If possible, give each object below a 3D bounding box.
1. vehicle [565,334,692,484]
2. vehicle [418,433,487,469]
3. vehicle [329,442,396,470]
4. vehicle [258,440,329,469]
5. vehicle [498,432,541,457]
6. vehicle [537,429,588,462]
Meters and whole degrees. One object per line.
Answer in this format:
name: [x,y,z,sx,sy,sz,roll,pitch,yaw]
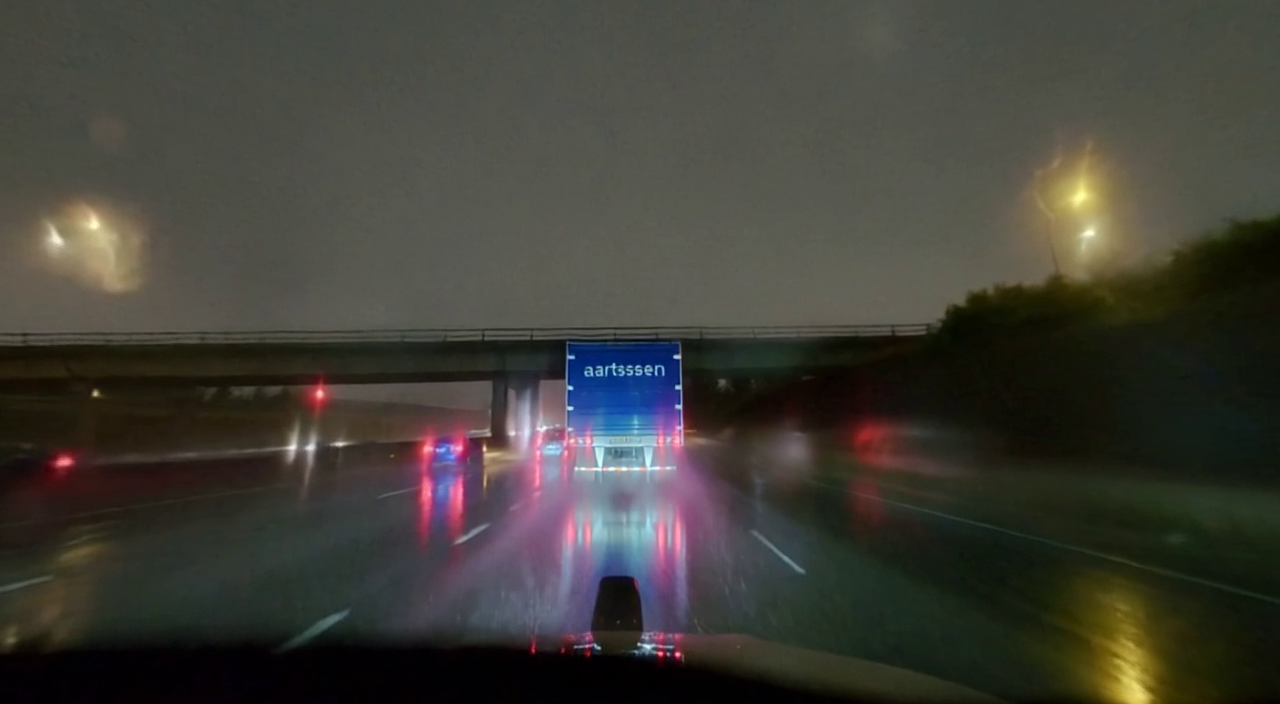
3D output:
vehicle: [-0.362,2.258,22.606,3.442,4.106,10.719,0,-8,-1]
vehicle: [-8.444,4.469,28.673,1.940,1.488,3.976,0,-8,0]
vehicle: [-16.207,6.054,37.018,1.880,1.506,4.531,0,-8,0]
vehicle: [-19.989,5.908,36.443,1.829,1.546,4.004,0,-8,0]
vehicle: [-8.116,6.256,42.637,1.981,1.574,4.561,0,-8,0]
vehicle: [-4.234,5.206,35.215,2.168,1.671,4.888,0,-8,1]
